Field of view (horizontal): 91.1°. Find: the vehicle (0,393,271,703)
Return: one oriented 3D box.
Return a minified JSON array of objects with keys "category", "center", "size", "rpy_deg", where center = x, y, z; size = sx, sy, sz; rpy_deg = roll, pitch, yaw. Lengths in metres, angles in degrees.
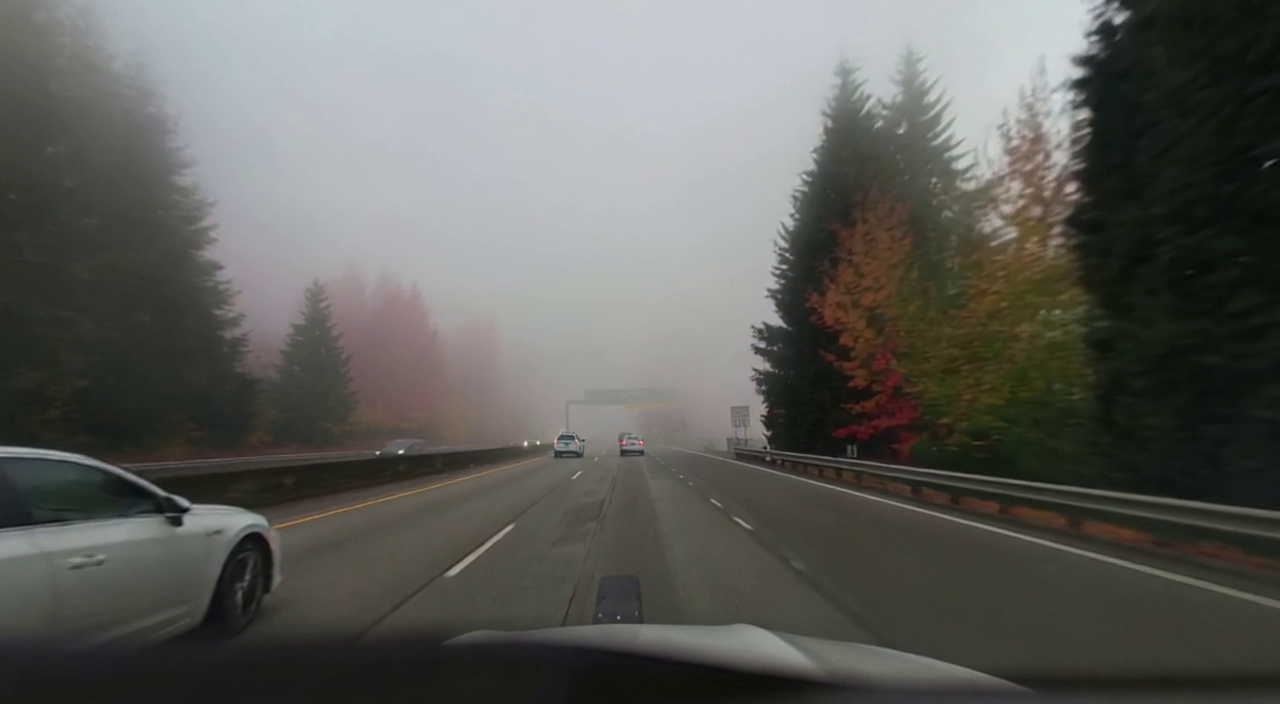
[{"category":"vehicle","center":[-3.497,0.837,1.880],"size":[1.989,1.497,4.645],"rpy_deg":[0,-8,0]}]

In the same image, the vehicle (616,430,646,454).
[{"category":"vehicle","center":[-0.628,6.401,44.572],"size":[2.054,1.609,3.859],"rpy_deg":[0,-8,-1]}]

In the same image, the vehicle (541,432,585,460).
[{"category":"vehicle","center":[-4.413,5.456,36.719],"size":[2.071,1.524,4.398],"rpy_deg":[0,-8,-1]}]

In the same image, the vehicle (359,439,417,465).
[{"category":"vehicle","center":[-15.560,6.168,39.059],"size":[1.882,1.511,4.166],"rpy_deg":[0,-8,0]}]
